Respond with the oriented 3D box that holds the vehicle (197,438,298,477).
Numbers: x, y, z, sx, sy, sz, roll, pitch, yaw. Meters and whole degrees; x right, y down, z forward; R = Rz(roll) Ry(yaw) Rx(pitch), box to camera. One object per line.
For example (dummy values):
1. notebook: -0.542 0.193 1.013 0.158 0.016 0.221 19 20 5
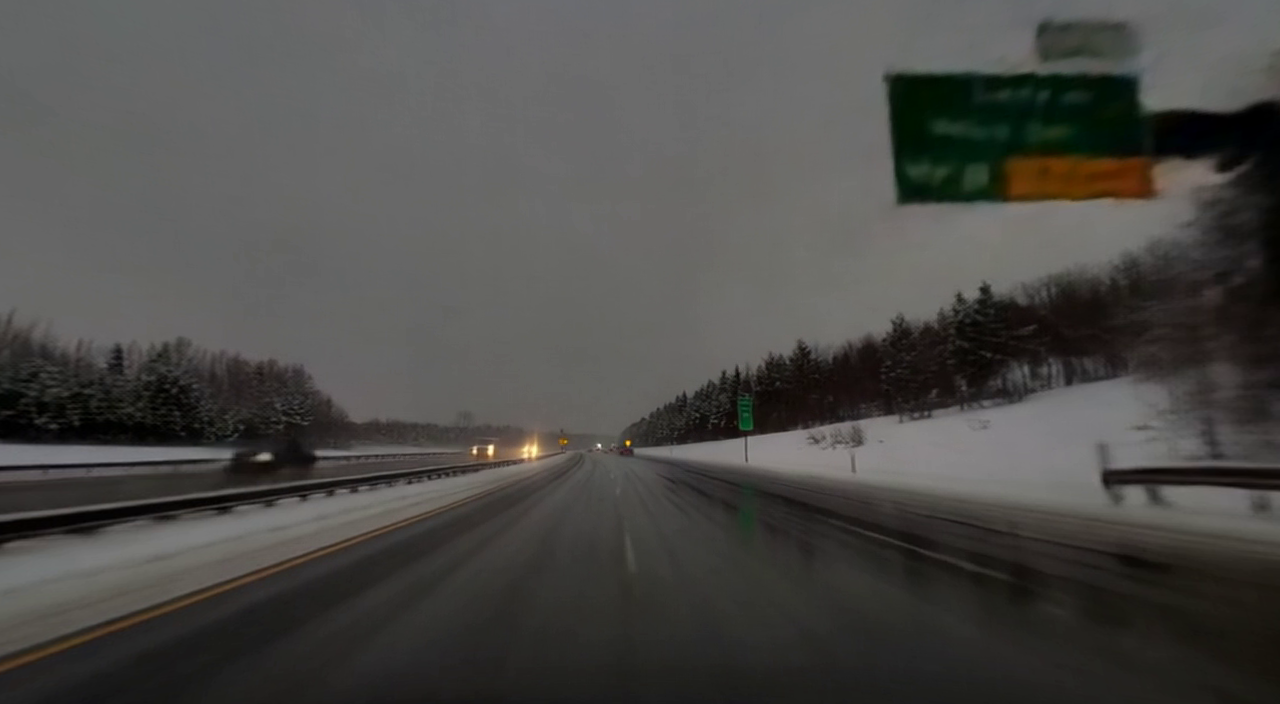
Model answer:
1. vehicle: -16.125 4.361 26.030 1.747 1.453 4.027 0 -9 -3
